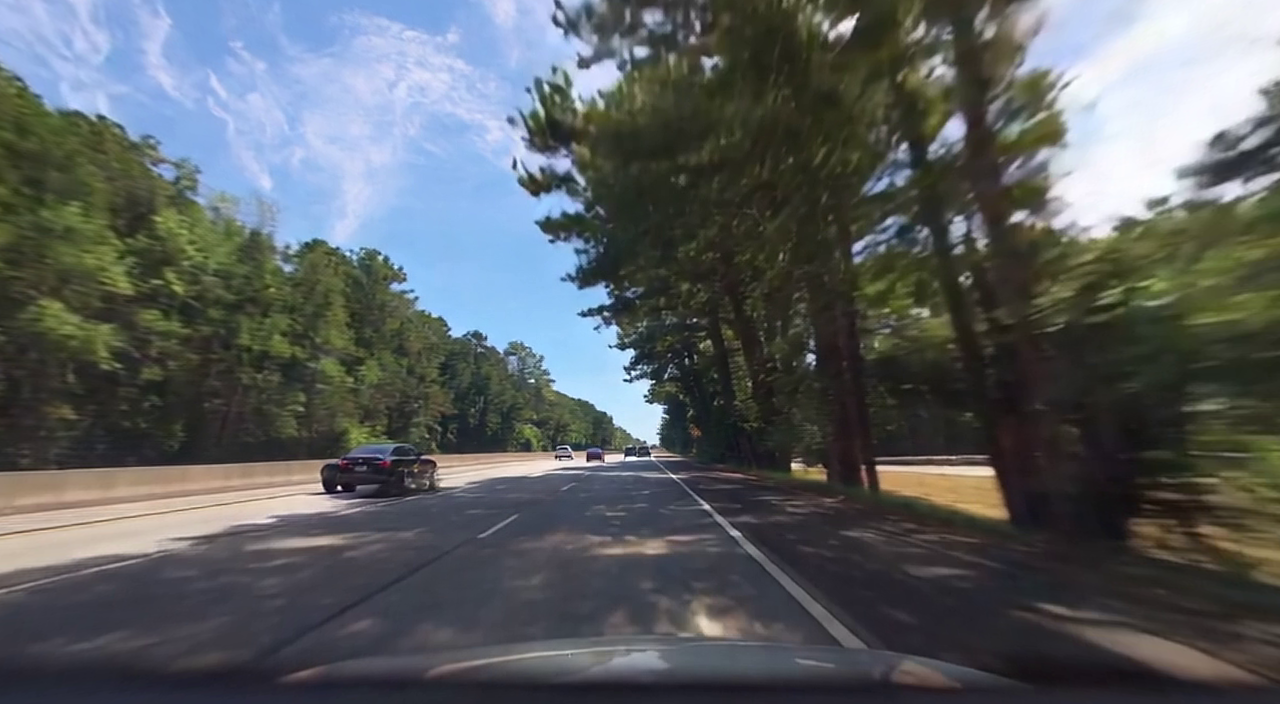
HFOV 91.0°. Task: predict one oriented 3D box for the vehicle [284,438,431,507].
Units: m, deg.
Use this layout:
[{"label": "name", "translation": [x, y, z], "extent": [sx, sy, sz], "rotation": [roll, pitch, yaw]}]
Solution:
[{"label": "vehicle", "translation": [-7.385, 3.180, 17.022], "extent": [2.007, 1.616, 4.141], "rotation": [0, -9, 1]}]
